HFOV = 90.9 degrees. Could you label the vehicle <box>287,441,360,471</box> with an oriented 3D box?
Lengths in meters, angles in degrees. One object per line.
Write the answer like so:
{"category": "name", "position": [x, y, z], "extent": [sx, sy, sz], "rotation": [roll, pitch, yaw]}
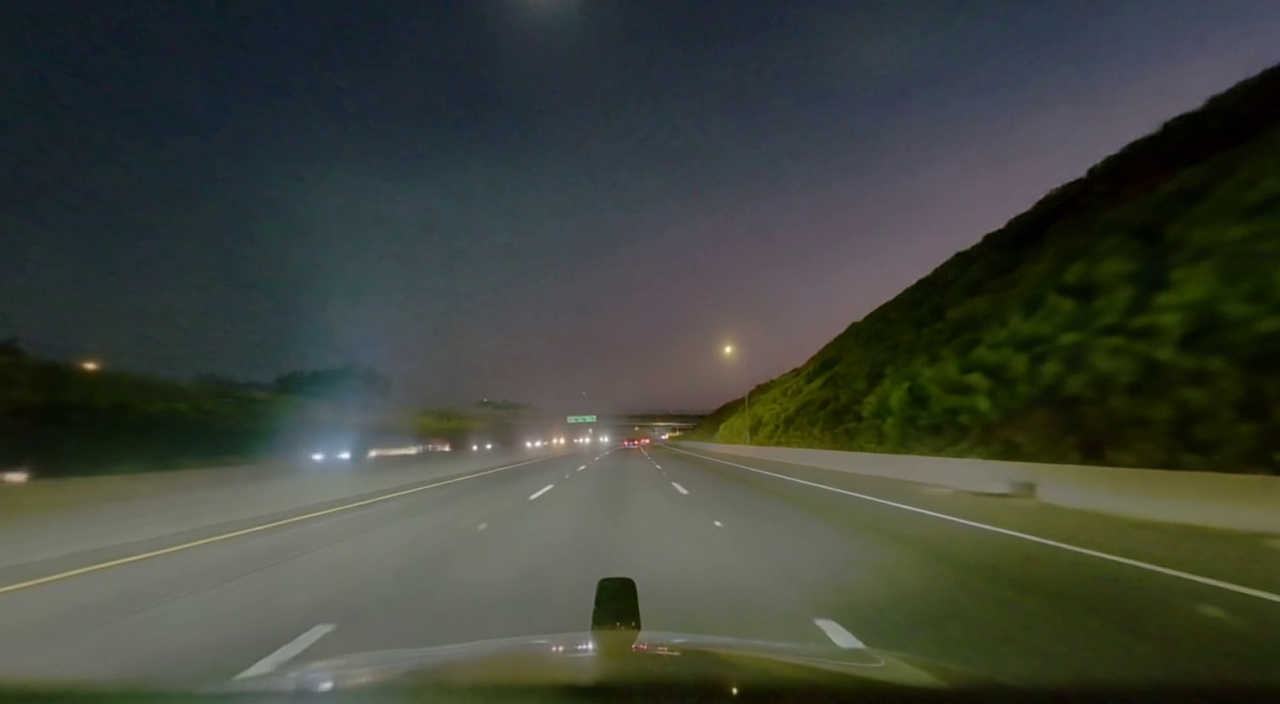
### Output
{"category": "vehicle", "position": [-16.864, 5.550, 33.814], "extent": [1.818, 1.468, 4.144], "rotation": [0, -8, -1]}
